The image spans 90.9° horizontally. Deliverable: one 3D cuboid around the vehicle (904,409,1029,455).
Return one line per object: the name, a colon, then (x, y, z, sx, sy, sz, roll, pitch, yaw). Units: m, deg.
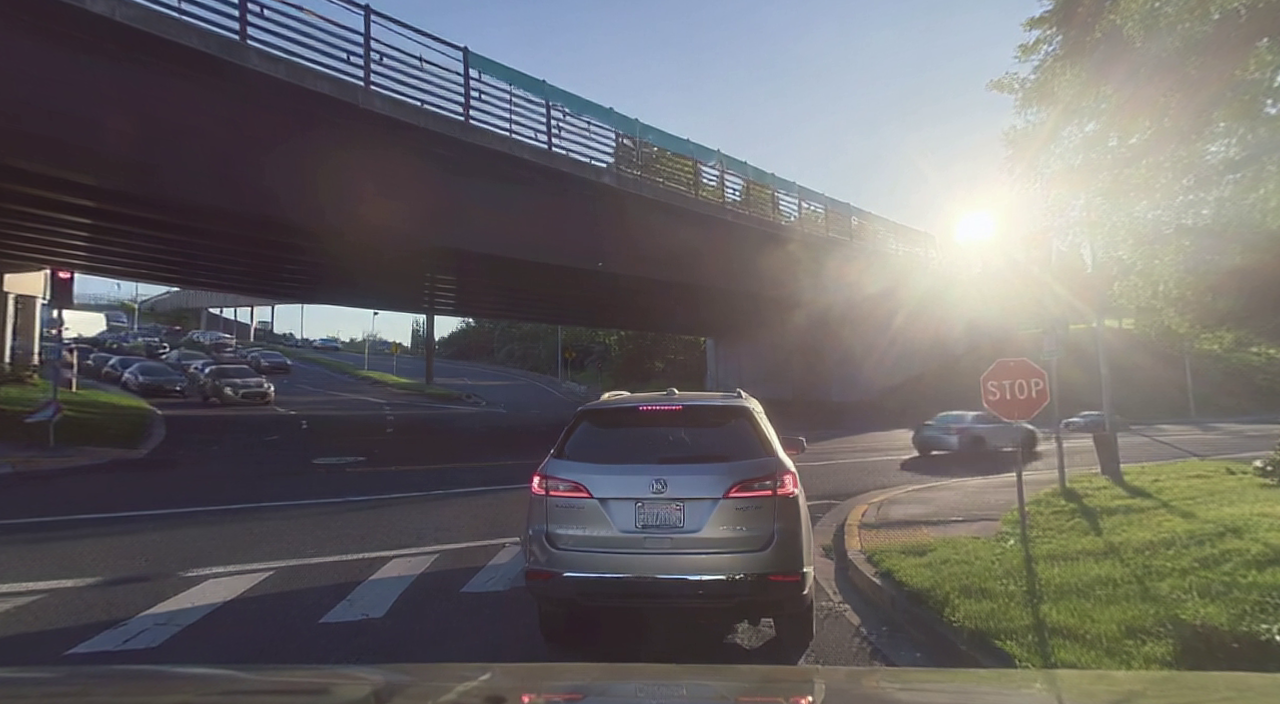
vehicle: (14.069, 3.482, 27.134, 5.166, 1.791, 2.131, 4, -10, -28)

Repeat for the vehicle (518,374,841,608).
vehicle: (0.301, 1.400, 7.134, 2.494, 1.804, 4.336, 0, -9, 0)

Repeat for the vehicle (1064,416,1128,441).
vehicle: (33.916, 5.686, 46.868, 4.557, 1.712, 1.913, 3, -9, -29)
